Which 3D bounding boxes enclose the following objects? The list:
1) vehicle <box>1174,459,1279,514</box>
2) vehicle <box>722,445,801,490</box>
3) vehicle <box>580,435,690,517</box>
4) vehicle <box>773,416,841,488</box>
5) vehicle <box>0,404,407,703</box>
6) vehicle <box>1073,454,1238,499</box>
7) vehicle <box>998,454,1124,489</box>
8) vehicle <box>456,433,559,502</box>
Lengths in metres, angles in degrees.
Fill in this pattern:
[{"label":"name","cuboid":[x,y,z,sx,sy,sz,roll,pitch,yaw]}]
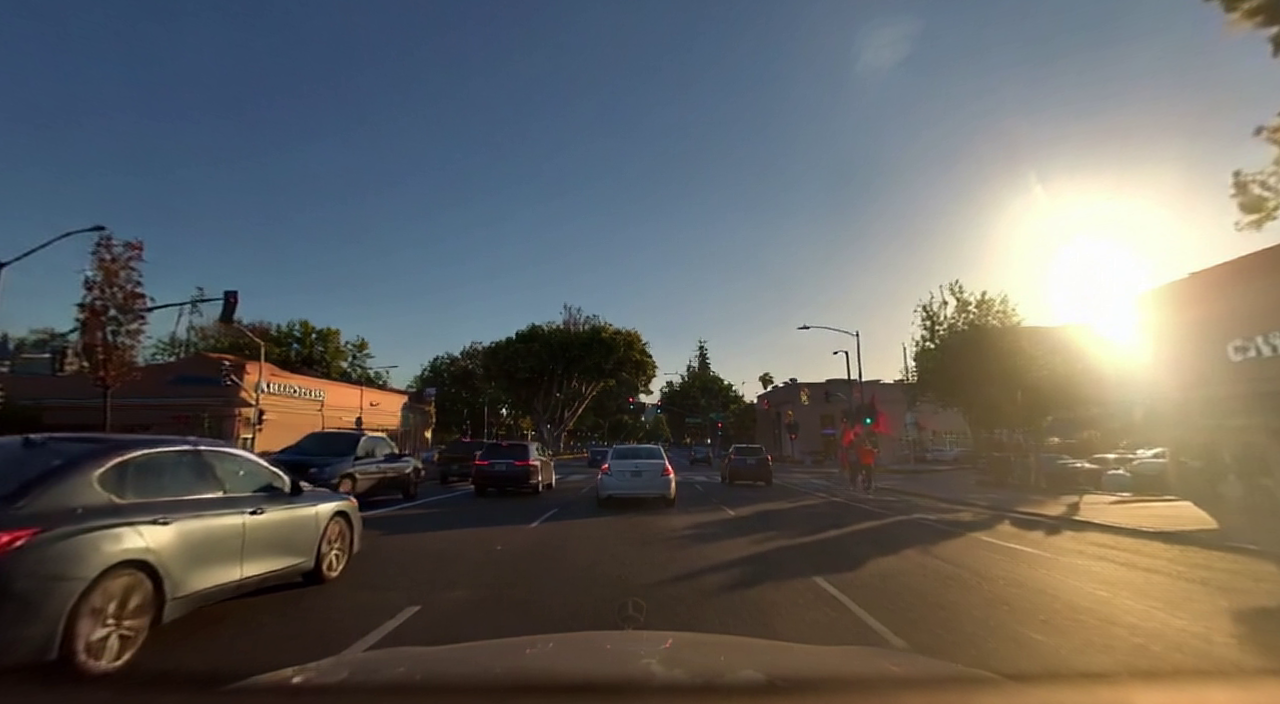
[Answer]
[{"label":"vehicle","cuboid":[18.818,3.850,18.213,4.795,1.457,1.986,-1,-9,4]},{"label":"vehicle","cuboid":[4.319,4.178,23.152,1.979,1.485,4.207,0,-8,-1]},{"label":"vehicle","cuboid":[-0.078,2.694,14.202,2.121,1.563,4.031,0,-8,0]},{"label":"vehicle","cuboid":[8.236,4.947,31.293,2.613,3.281,2.673,2,-8,0]},{"label":"vehicle","cuboid":[-3.673,1.284,4.743,1.992,1.493,4.688,0,-8,1]},{"label":"vehicle","cuboid":[19.399,4.686,23.888,4.379,1.558,2.033,0,-9,2]},{"label":"vehicle","cuboid":[19.294,5.478,29.067,4.367,1.475,1.815,-1,-9,7]},{"label":"vehicle","cuboid":[-3.544,3.160,17.648,1.983,1.685,3.997,0,-8,1]}]
